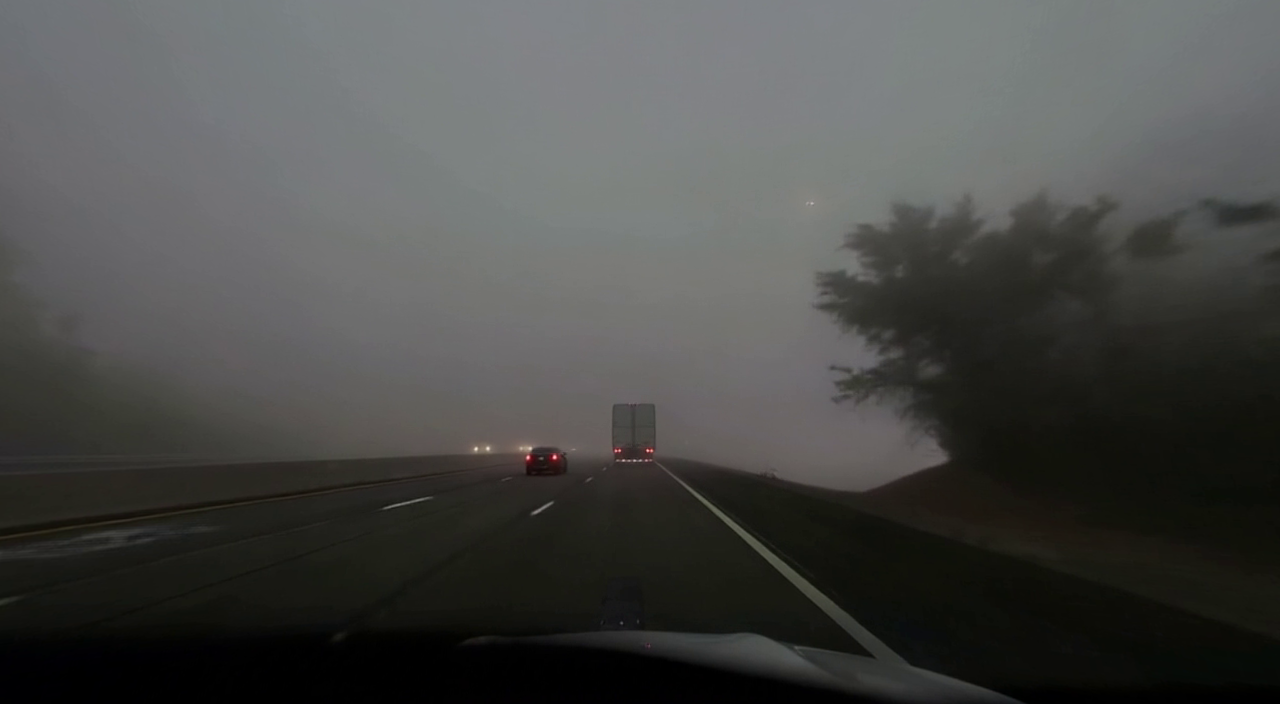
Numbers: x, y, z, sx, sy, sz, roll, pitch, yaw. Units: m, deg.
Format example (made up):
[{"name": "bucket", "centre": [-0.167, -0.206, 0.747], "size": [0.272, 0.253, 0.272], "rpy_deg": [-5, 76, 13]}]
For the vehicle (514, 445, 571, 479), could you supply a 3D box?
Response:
[{"name": "vehicle", "centre": [-4.517, 5.170, 29.949], "size": [1.892, 1.471, 5.047], "rpy_deg": [0, -9, 0]}]
